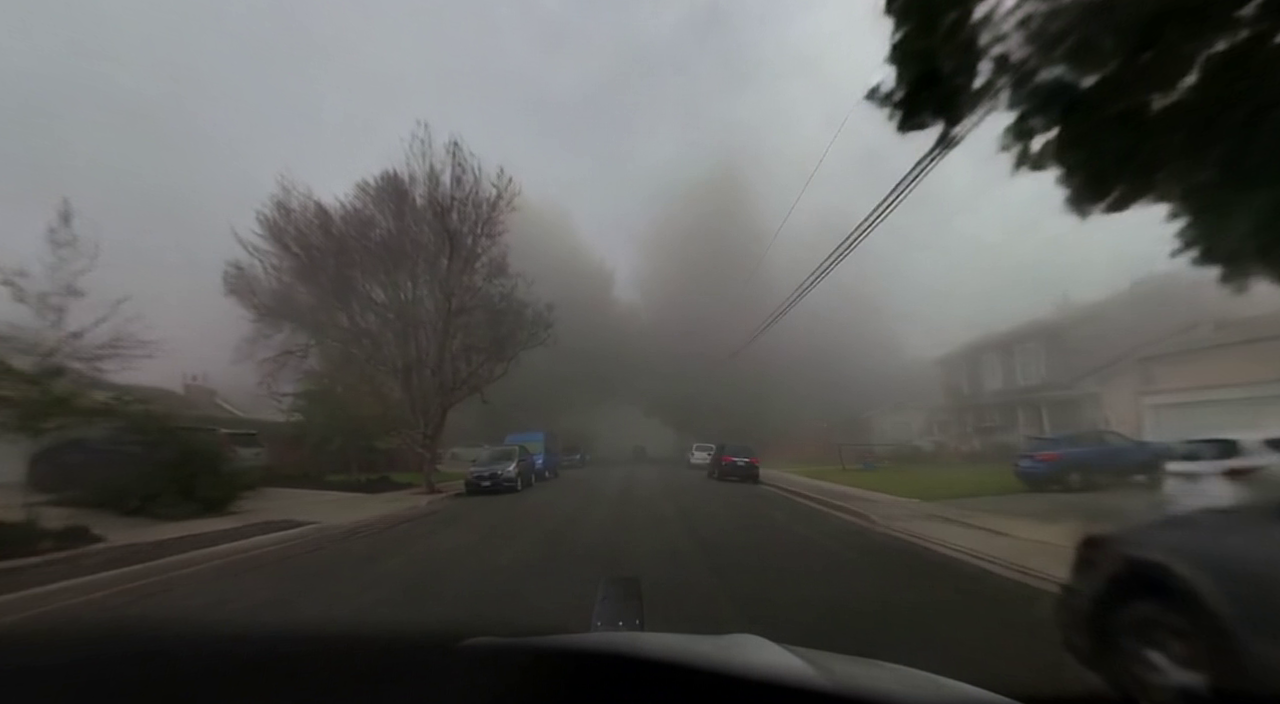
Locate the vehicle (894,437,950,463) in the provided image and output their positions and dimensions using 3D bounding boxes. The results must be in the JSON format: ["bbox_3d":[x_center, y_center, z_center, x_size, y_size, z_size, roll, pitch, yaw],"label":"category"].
[{"bbox_3d":[19.450,6.786,43.793,2.086,1.658,4.154,0,-9,2],"label":"vehicle"}]

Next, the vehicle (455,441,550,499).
[{"bbox_3d":[-4.575,3.962,21.800,2.116,1.659,4.832,-2,-8,1],"label":"vehicle"}]

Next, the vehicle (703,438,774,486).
[{"bbox_3d":[4.126,4.743,27.578,2.152,1.810,5.846,1,-9,0],"label":"vehicle"}]

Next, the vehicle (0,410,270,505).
[{"bbox_3d":[-12.490,2.462,15.009,5.716,2.001,2.535,1,-8,0],"label":"vehicle"}]

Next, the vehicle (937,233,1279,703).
[{"bbox_3d":[3.597,0.540,1.241,2.744,2.152,6.605,1,-9,-1],"label":"vehicle"}]
